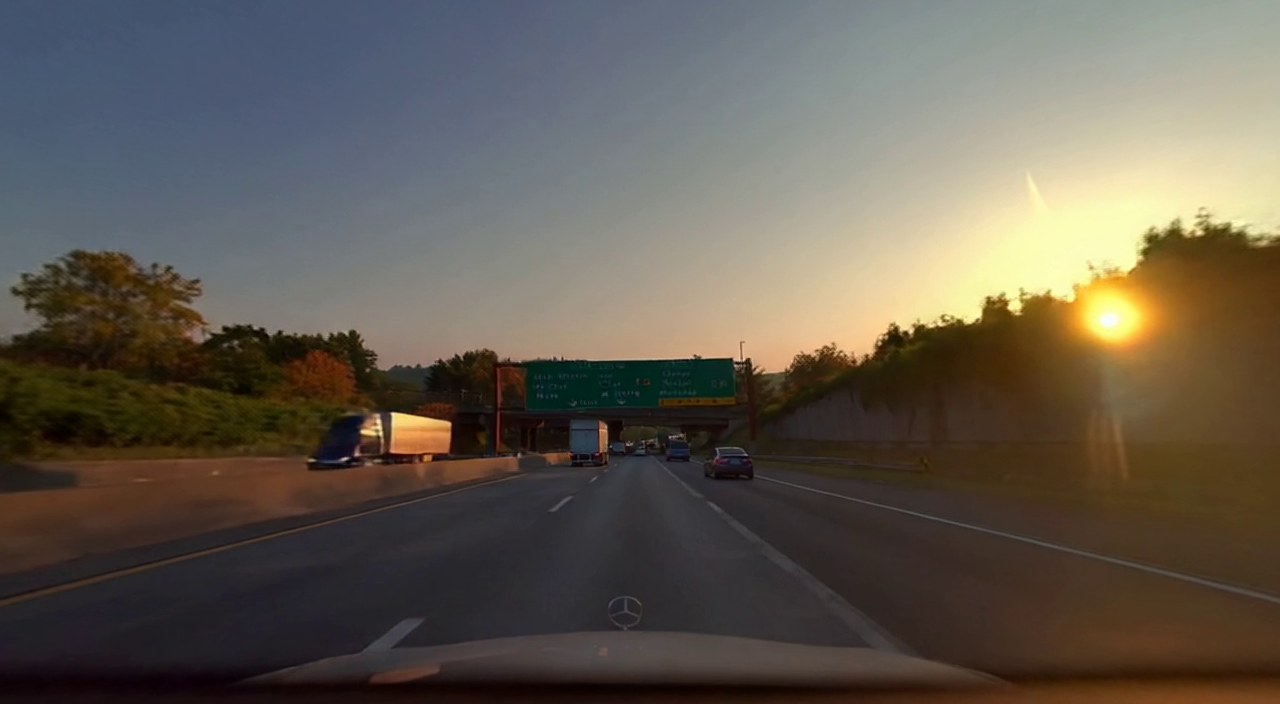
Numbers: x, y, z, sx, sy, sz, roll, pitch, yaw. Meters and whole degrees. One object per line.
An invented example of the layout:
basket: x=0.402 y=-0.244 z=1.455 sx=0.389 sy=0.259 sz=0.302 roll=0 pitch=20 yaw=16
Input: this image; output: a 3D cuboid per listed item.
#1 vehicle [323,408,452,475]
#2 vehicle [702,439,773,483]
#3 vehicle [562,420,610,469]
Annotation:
vehicle: x=-18.710 y=7.053 z=49.004 sx=3.193 sy=4.259 sz=17.218 roll=0 pitch=-9 yaw=-1
vehicle: x=3.661 y=4.197 z=24.409 sx=1.983 sy=1.545 sz=4.038 roll=0 pitch=-9 yaw=-1
vehicle: x=-3.696 y=6.602 z=44.819 sx=2.667 sy=3.195 sz=6.731 roll=0 pitch=-9 yaw=1
